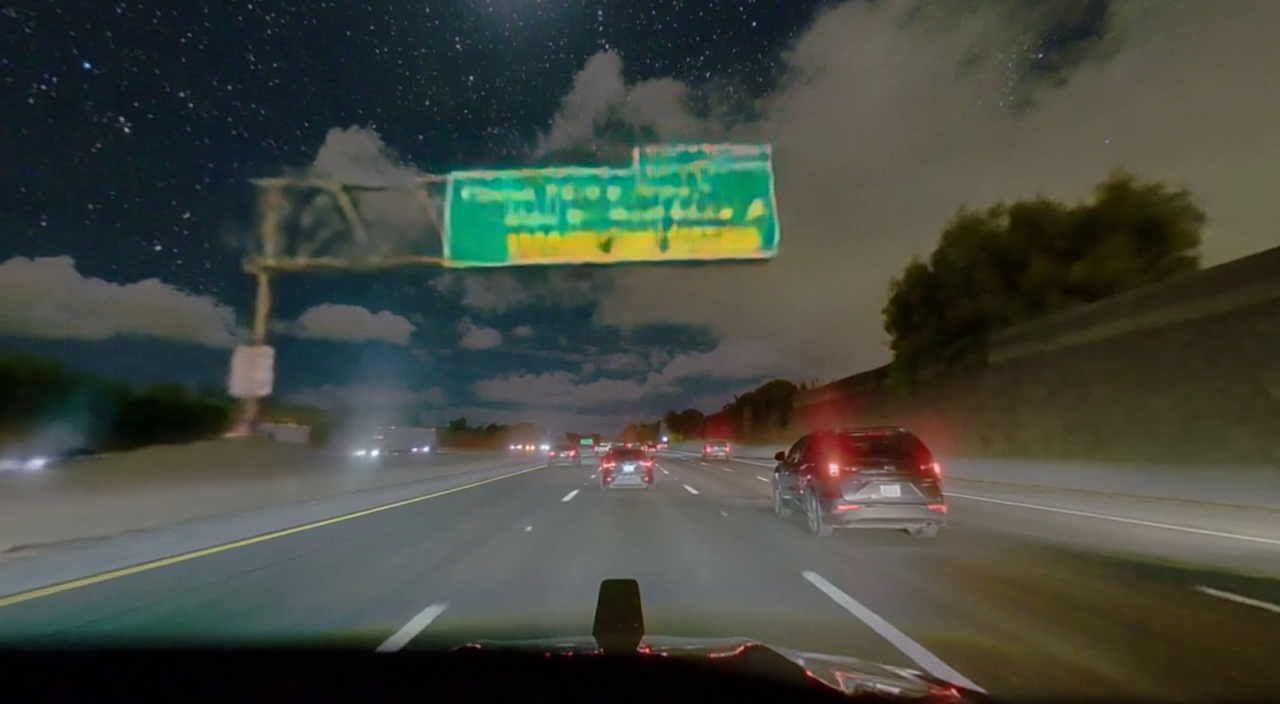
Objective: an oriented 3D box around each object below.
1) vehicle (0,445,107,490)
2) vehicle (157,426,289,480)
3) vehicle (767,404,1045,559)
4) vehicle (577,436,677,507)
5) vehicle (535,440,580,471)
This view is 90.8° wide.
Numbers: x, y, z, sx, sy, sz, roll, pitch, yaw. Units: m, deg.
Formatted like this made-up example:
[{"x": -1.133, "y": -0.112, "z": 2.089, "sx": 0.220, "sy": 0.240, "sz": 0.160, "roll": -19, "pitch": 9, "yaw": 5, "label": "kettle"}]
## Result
[{"x": -21.935, "y": 4.078, "z": 22.658, "sx": 2.141, "sy": 1.462, "sz": 4.057, "roll": 0, "pitch": -9, "yaw": -2, "label": "vehicle"}, {"x": -17.973, "y": 4.385, "z": 27.675, "sx": 2.233, "sy": 2.092, "sz": 5.457, "roll": 0, "pitch": -9, "yaw": -3, "label": "vehicle"}, {"x": 3.615, "y": 1.870, "z": 9.851, "sx": 2.162, "sy": 1.800, "sz": 4.693, "roll": 0, "pitch": -9, "yaw": -2, "label": "vehicle"}, {"x": -0.323, "y": 2.823, "z": 15.359, "sx": 2.098, "sy": 1.475, "sz": 3.997, "roll": 0, "pitch": -8, "yaw": -2, "label": "vehicle"}, {"x": -4.985, "y": 6.338, "z": 38.919, "sx": 2.218, "sy": 1.776, "sz": 5.031, "roll": 0, "pitch": -9, "yaw": -1, "label": "vehicle"}]
